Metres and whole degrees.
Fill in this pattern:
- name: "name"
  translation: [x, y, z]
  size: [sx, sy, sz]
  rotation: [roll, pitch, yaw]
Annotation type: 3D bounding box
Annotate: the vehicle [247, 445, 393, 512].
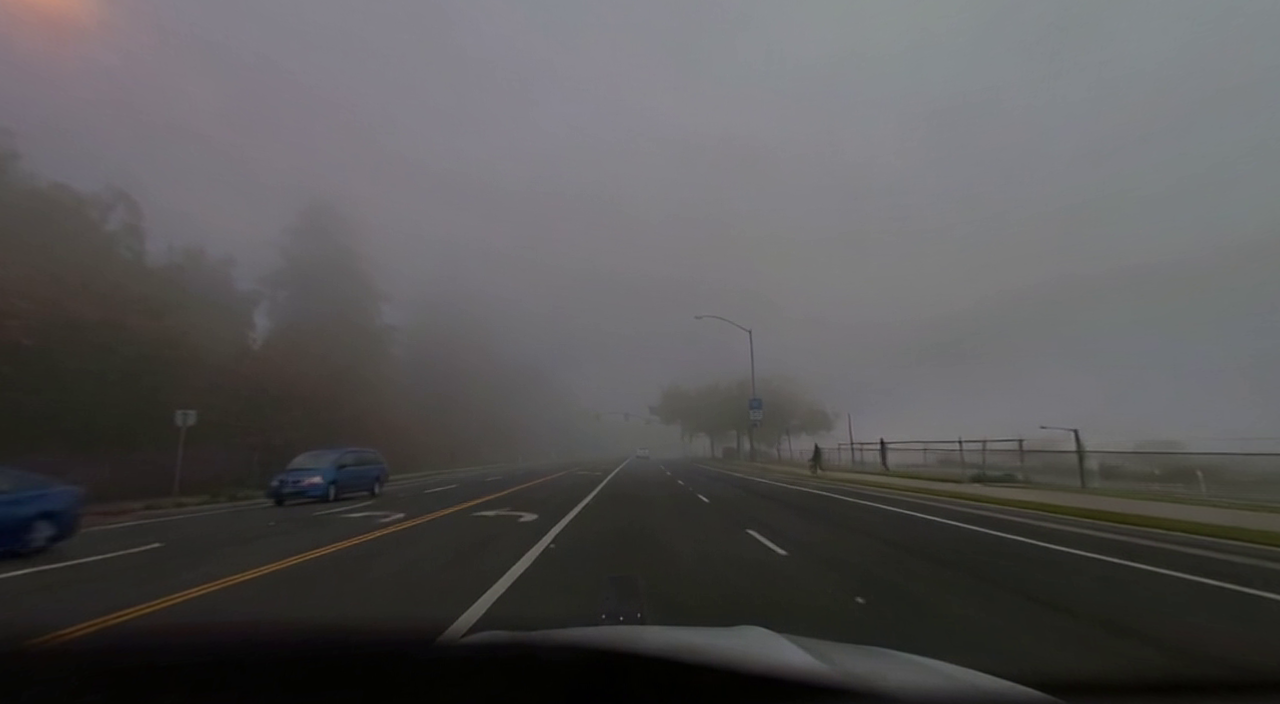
- name: "vehicle"
  translation: [-9.234, 3.646, 18.771]
  size: [2.066, 1.709, 4.509]
  rotation: [0, -9, -2]
